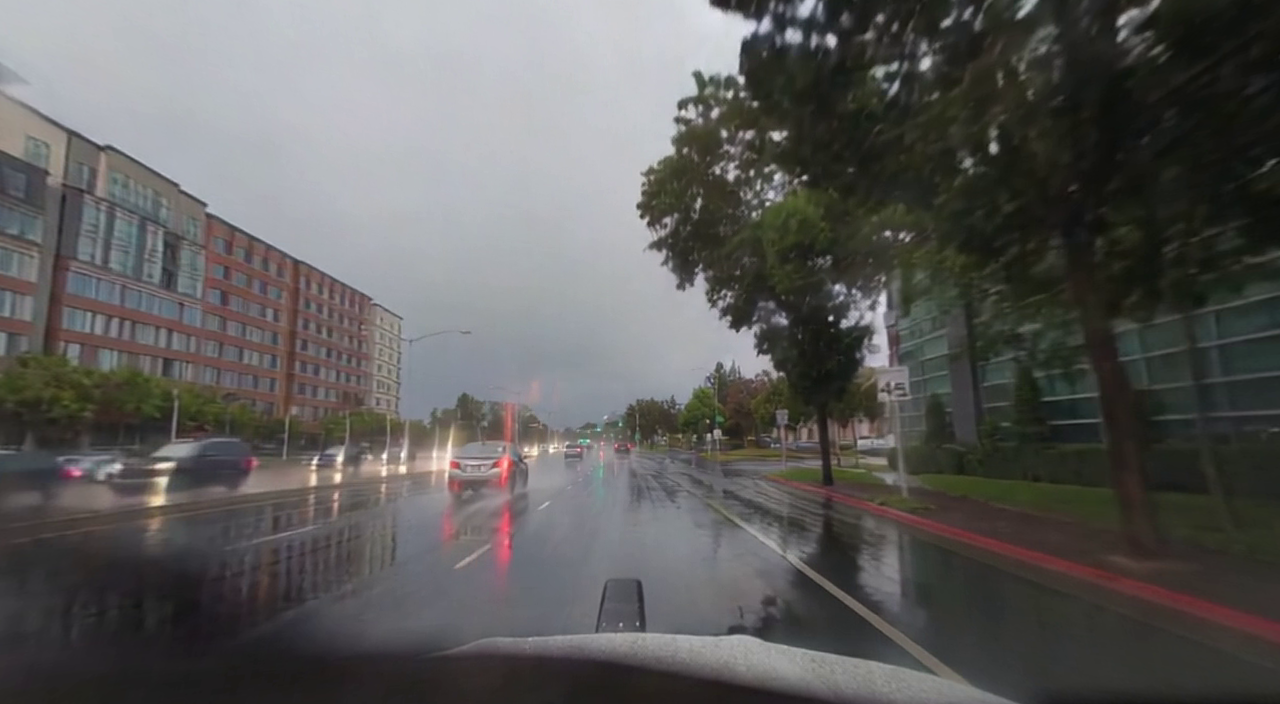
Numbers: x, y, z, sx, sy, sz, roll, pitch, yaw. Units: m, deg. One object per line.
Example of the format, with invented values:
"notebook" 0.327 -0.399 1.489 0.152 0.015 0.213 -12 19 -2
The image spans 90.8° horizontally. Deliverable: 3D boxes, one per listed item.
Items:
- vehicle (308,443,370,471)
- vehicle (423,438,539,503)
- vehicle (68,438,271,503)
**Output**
"vehicle" -20.172 7.028 42.605 1.963 1.765 4.595 0 -8 -1
"vehicle" -4.018 3.037 16.758 2.025 1.474 4.292 0 -8 -1
"vehicle" -12.934 3.239 17.915 2.123 1.585 4.856 0 -8 -2
